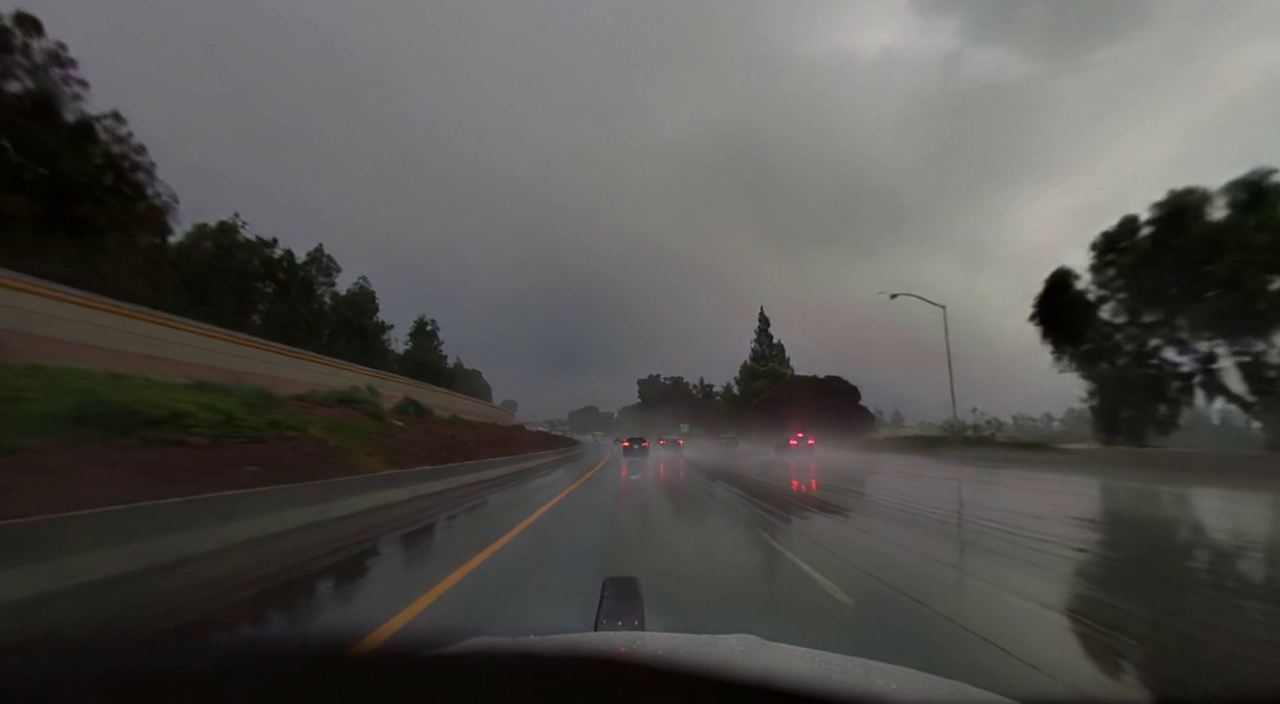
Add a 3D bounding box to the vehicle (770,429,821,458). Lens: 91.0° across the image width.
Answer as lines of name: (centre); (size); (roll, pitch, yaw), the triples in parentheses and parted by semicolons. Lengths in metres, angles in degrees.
vehicle: (10.133, 6.028, 41.437); (2.077, 1.763, 4.472); (0, -8, -2)
